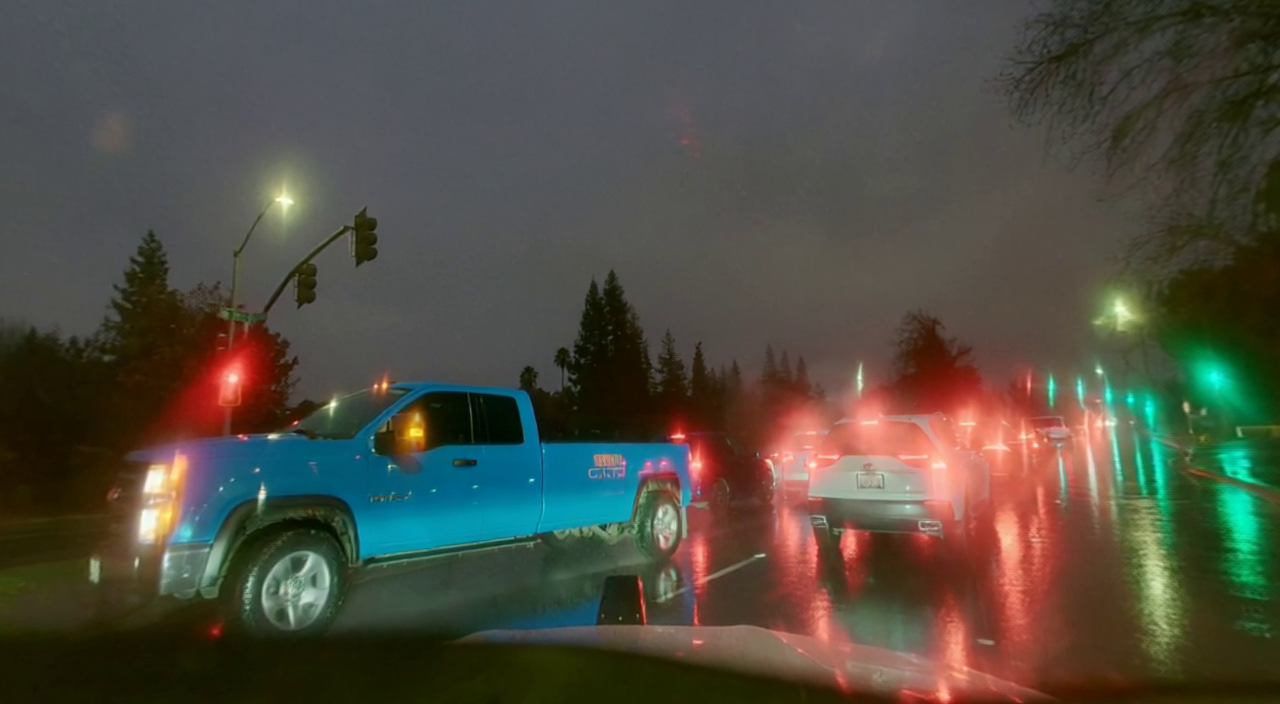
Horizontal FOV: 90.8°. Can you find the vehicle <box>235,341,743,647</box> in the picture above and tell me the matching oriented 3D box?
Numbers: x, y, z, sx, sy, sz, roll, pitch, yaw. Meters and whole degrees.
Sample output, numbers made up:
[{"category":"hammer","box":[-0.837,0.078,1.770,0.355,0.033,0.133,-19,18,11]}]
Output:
[{"category":"vehicle","box":[-0.876,1.400,7.468,2.272,2.016,6.146,-4,-9,27]}]

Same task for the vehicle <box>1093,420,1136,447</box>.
[{"category":"vehicle","box":[32.797,5.674,43.719,2.160,1.790,4.303,-6,-10,35]}]

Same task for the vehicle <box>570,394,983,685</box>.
[{"category":"vehicle","box":[1.714,1.378,5.989,2.027,1.549,4.801,-6,-10,35]}]

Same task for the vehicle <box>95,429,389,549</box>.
[{"category":"vehicle","box":[-8.217,2.760,13.592,2.174,2.057,4.738,-6,-10,33]}]

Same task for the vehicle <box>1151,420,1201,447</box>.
[{"category":"vehicle","box":[35.760,5.479,42.194,2.183,1.714,4.491,-7,-11,37]}]
